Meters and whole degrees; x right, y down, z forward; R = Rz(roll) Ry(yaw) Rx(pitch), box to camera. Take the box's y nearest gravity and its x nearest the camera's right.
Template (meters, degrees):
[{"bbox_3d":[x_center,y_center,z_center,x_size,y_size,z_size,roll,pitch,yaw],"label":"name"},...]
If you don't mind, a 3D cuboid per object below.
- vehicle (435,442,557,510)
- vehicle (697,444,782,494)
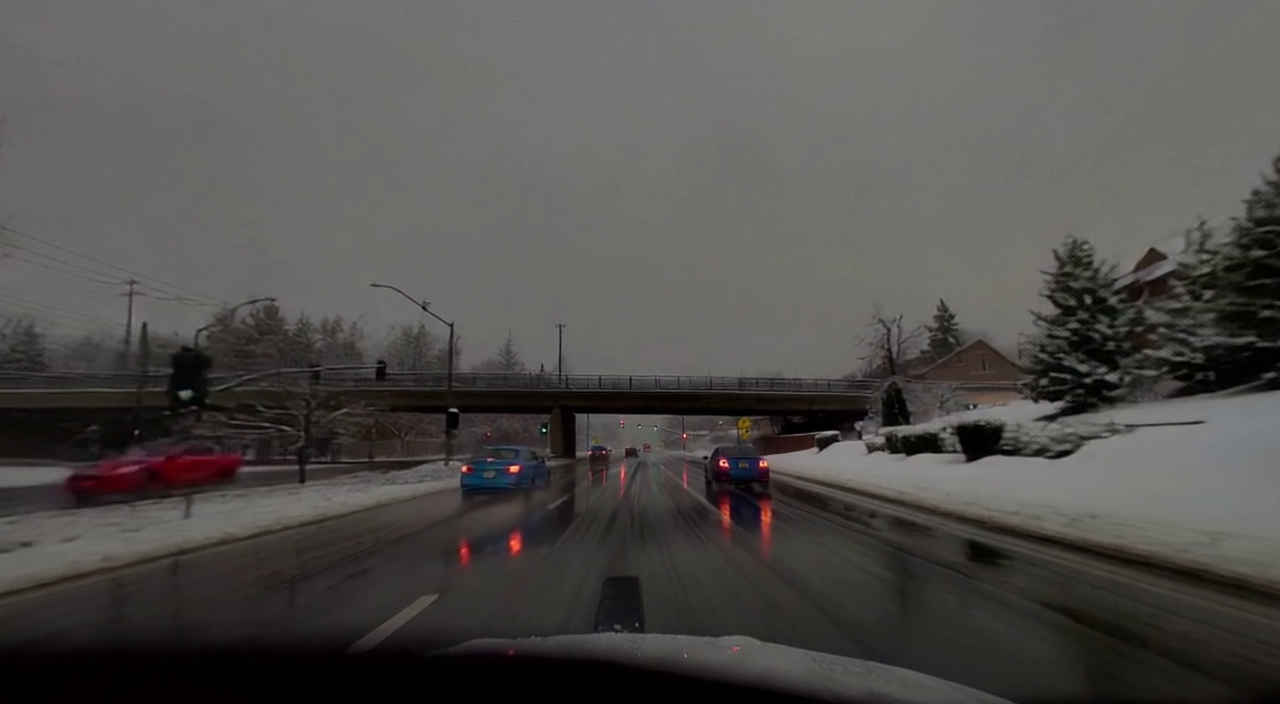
[{"bbox_3d":[-3.511,3.107,16.366,2.060,1.484,4.417,0,-9,1],"label":"vehicle"},{"bbox_3d":[3.216,3.881,21.334,2.068,1.497,4.247,0,-9,-1],"label":"vehicle"}]
